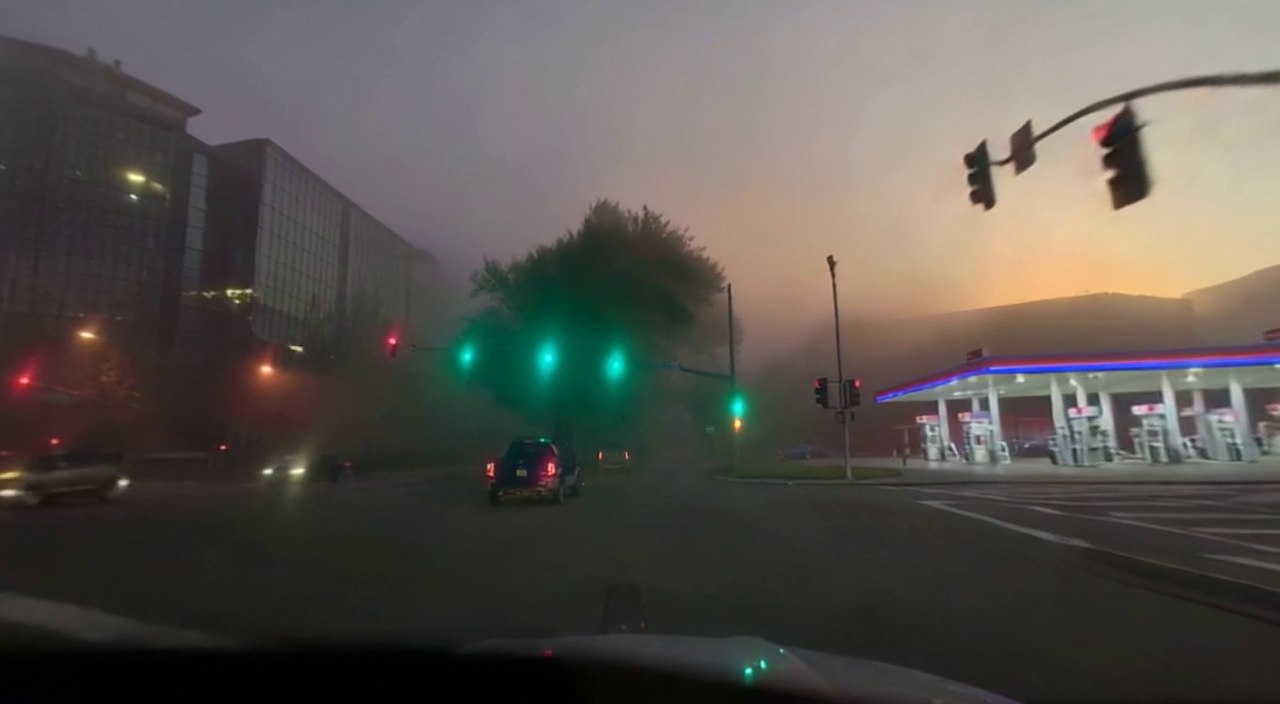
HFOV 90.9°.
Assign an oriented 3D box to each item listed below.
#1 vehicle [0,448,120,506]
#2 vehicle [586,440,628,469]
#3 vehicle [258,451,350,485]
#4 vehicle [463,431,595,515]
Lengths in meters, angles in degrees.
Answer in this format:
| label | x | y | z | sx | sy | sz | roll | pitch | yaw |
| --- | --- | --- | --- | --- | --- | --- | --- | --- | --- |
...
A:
| label | x | y | z | sx | sy | sz | roll | pitch | yaw |
| --- | --- | --- | --- | --- | --- | --- | --- | --- | --- |
| vehicle | -20.371 | 4.048 | 20.812 | 2.016 | 1.697 | 4.963 | 0 | -8 | 2 |
| vehicle | -2.416 | 7.779 | 48.223 | 2.602 | 2.091 | 6.347 | 0 | -8 | 2 |
| vehicle | -17.043 | 5.887 | 32.253 | 2.143 | 1.488 | 4.382 | 0 | -8 | 3 |
| vehicle | -2.471 | 2.833 | 15.389 | 2.183 | 1.731 | 4.338 | 0 | -8 | 4 |
